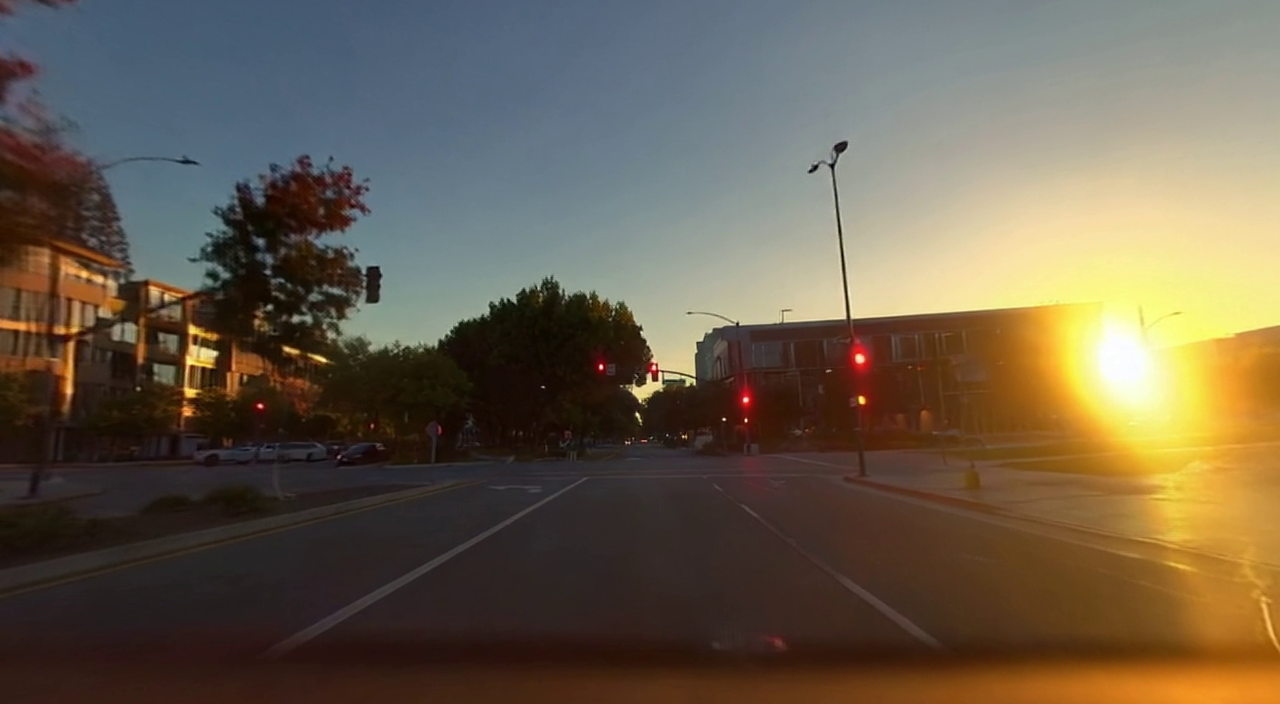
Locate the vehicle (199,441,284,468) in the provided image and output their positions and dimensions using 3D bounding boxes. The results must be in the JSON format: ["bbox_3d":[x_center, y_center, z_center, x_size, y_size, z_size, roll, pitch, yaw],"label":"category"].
[{"bbox_3d":[-27.947,7.177,44.295,4.603,1.666,1.972,-2,-7,-5],"label":"vehicle"}]
